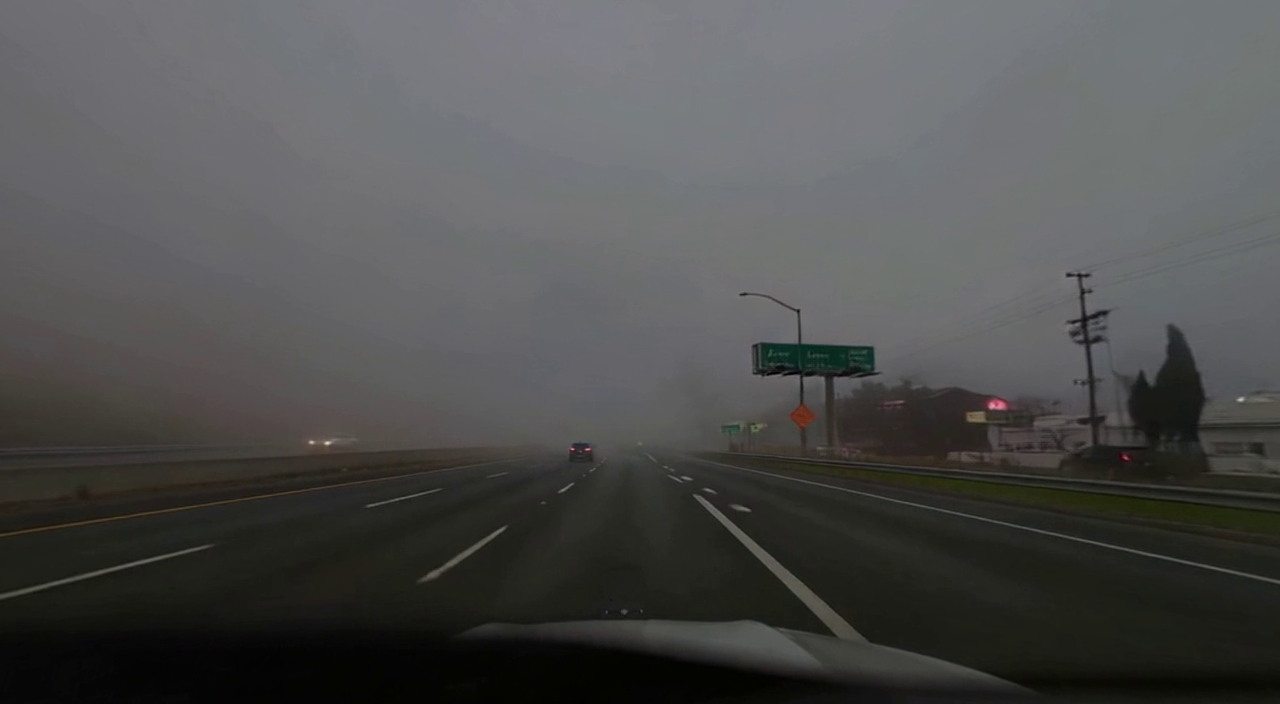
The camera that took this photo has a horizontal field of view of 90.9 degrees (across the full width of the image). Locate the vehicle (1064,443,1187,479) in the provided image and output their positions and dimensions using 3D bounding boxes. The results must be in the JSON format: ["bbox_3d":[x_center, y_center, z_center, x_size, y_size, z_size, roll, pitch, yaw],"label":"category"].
[{"bbox_3d":[26.081,5.844,34.218,1.972,1.749,5.464,1,-8,-6],"label":"vehicle"}]
